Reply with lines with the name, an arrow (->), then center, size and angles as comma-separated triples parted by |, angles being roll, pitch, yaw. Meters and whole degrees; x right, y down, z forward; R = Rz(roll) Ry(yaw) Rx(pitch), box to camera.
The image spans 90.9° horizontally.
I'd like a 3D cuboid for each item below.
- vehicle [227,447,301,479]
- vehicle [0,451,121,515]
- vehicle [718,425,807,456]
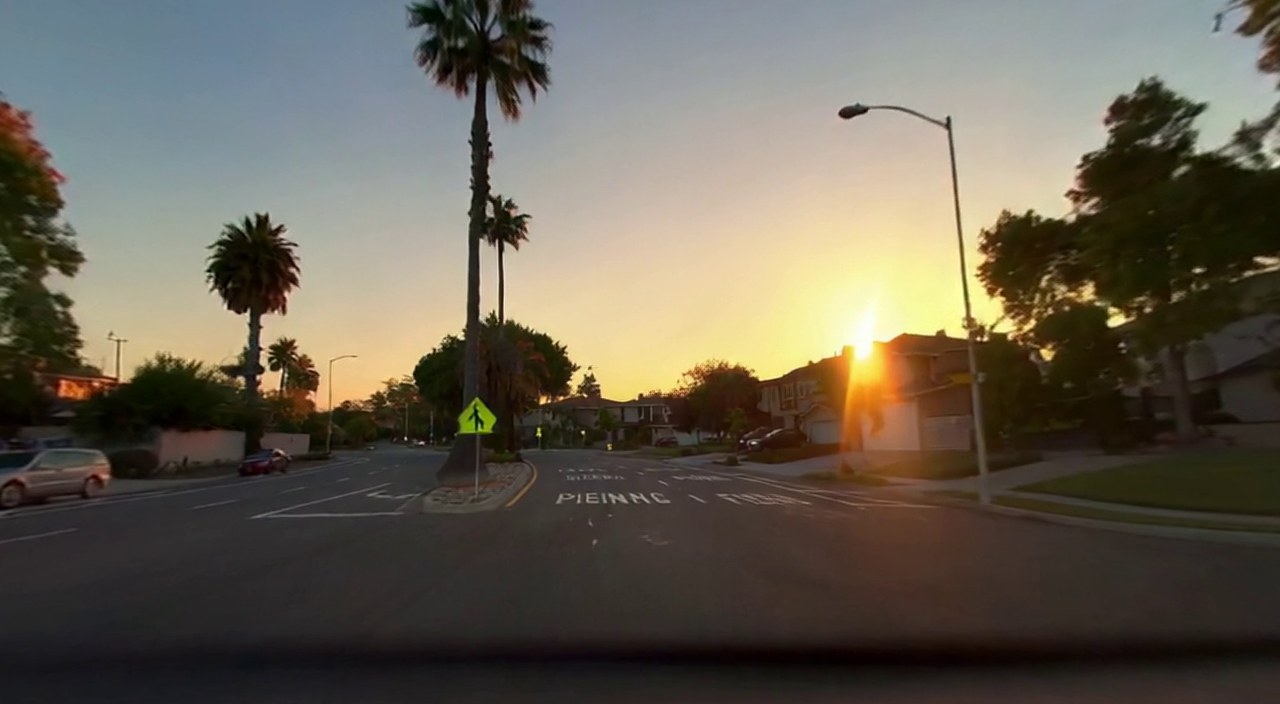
vehicle -> -19.572, 5.762, 33.034 | 1.941, 1.470, 4.384 | 0, -8, -12
vehicle -> -17.070, 3.504, 17.230 | 1.997, 1.514, 4.632 | 1, -8, -4
vehicle -> 8.719, 6.384, 45.207 | 6.051, 2.092, 2.231 | -2, -11, 10
